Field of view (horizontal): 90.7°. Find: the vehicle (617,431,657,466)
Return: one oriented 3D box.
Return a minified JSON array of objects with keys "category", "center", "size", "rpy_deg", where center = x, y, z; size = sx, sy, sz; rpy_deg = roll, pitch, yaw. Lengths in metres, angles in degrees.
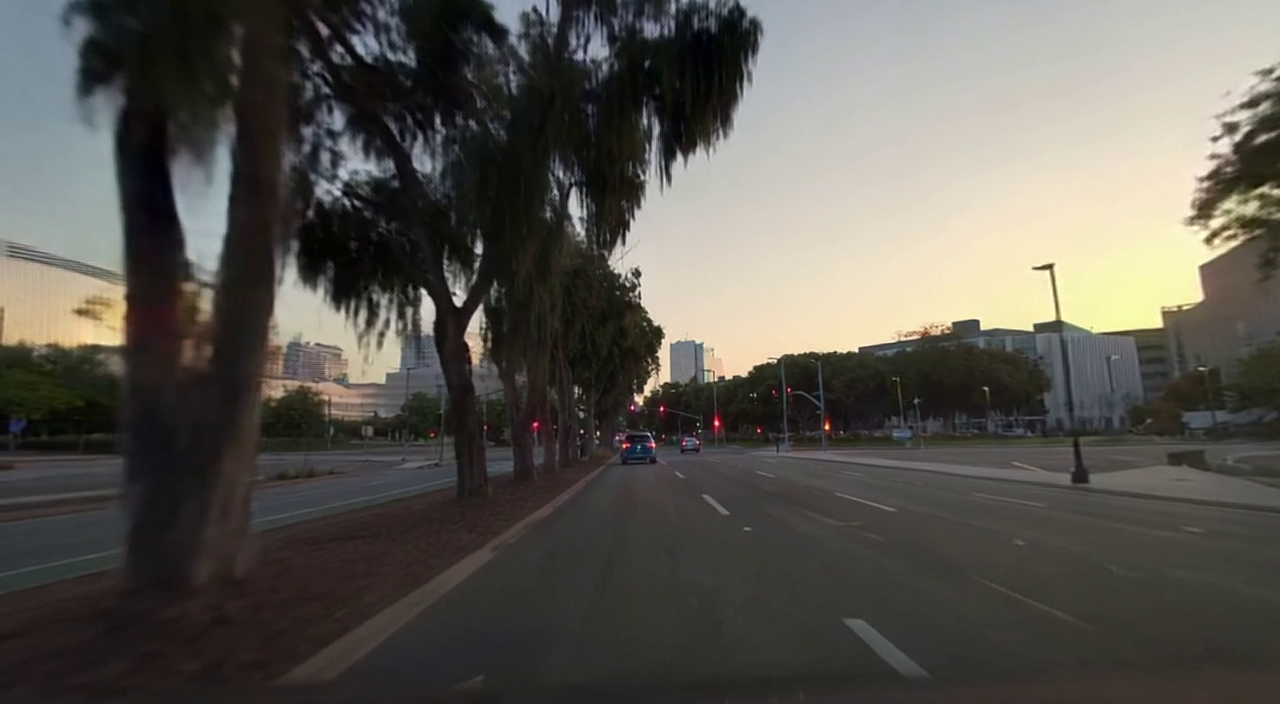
[{"category":"vehicle","center":[-0.169,5.846,38.275],"size":[2.267,1.926,4.708],"rpy_deg":[0,-9,0]}]
